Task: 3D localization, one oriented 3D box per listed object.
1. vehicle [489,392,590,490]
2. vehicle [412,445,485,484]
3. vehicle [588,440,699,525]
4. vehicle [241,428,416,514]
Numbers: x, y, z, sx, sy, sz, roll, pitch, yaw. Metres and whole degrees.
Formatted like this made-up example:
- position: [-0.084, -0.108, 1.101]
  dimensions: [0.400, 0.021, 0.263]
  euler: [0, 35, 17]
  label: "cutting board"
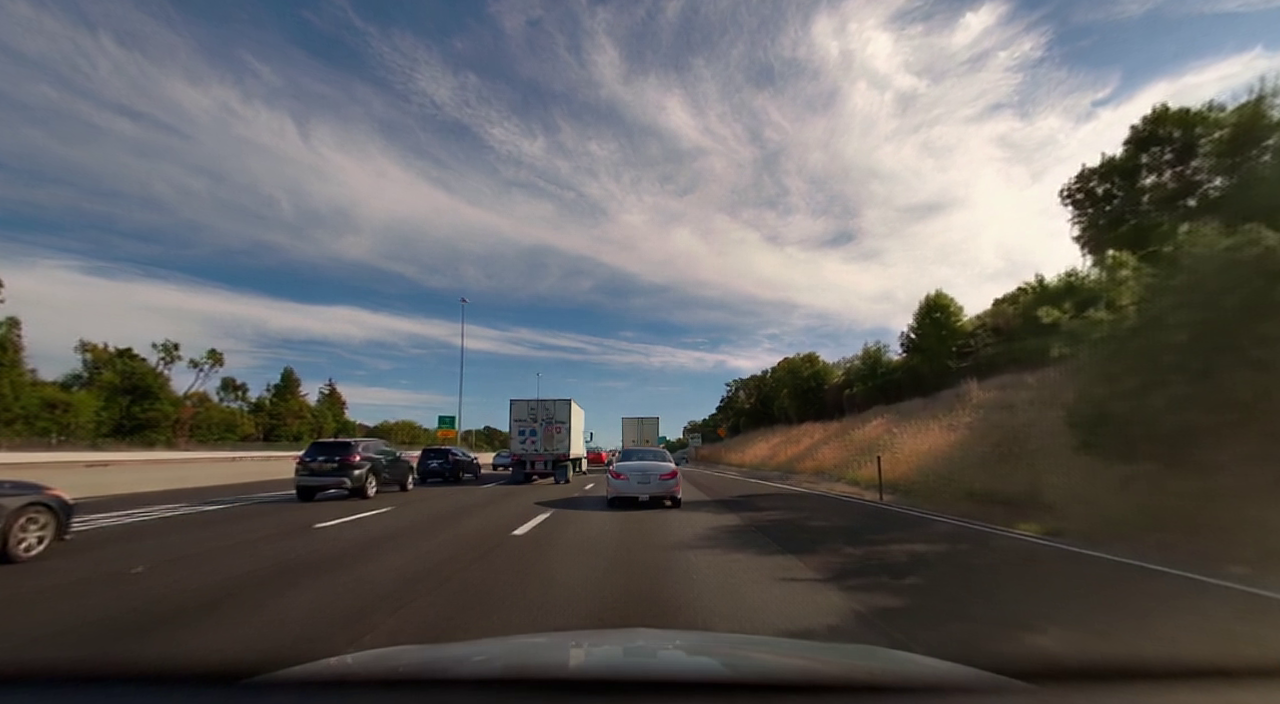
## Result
- position: [-3.755, 3.606, 25.419]
  dimensions: [2.812, 3.342, 7.248]
  euler: [0, -9, 0]
  label: "vehicle"
- position: [-8.021, 4.728, 26.826]
  dimensions: [1.880, 1.512, 3.758]
  euler: [-1, -9, 1]
  label: "vehicle"
- position: [0.051, 2.631, 13.141]
  dimensions: [1.995, 1.495, 3.380]
  euler: [0, -9, 0]
  label: "vehicle"
- position: [-7.256, 2.810, 15.332]
  dimensions: [1.952, 1.746, 4.332]
  euler: [-1, -9, 1]
  label: "vehicle"
